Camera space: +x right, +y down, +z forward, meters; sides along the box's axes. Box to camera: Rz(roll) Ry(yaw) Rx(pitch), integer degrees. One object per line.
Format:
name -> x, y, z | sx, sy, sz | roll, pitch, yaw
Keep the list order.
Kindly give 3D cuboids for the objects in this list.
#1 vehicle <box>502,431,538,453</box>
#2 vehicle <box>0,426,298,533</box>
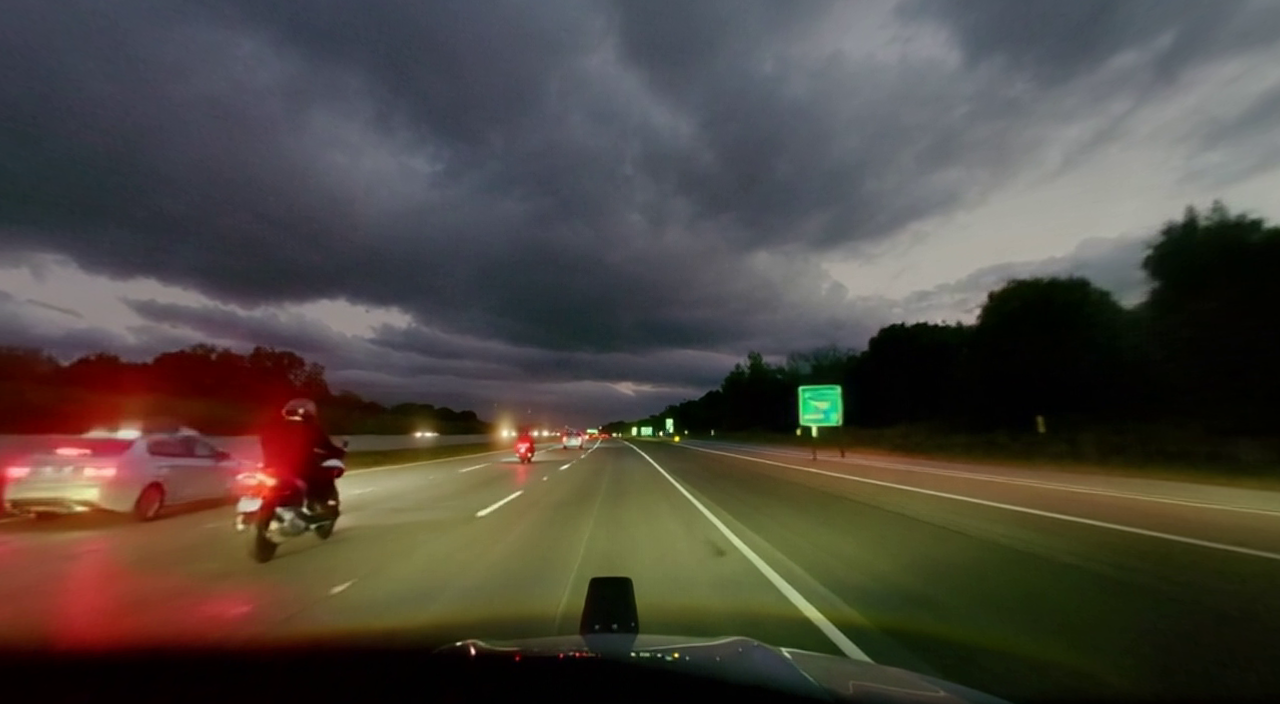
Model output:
vehicle -> -9.099, 6.852, 47.978 | 1.965, 1.605, 4.115 | 0, -8, -1
vehicle -> -8.121, 2.008, 10.755 | 2.053, 1.409, 4.704 | 0, -8, -2
